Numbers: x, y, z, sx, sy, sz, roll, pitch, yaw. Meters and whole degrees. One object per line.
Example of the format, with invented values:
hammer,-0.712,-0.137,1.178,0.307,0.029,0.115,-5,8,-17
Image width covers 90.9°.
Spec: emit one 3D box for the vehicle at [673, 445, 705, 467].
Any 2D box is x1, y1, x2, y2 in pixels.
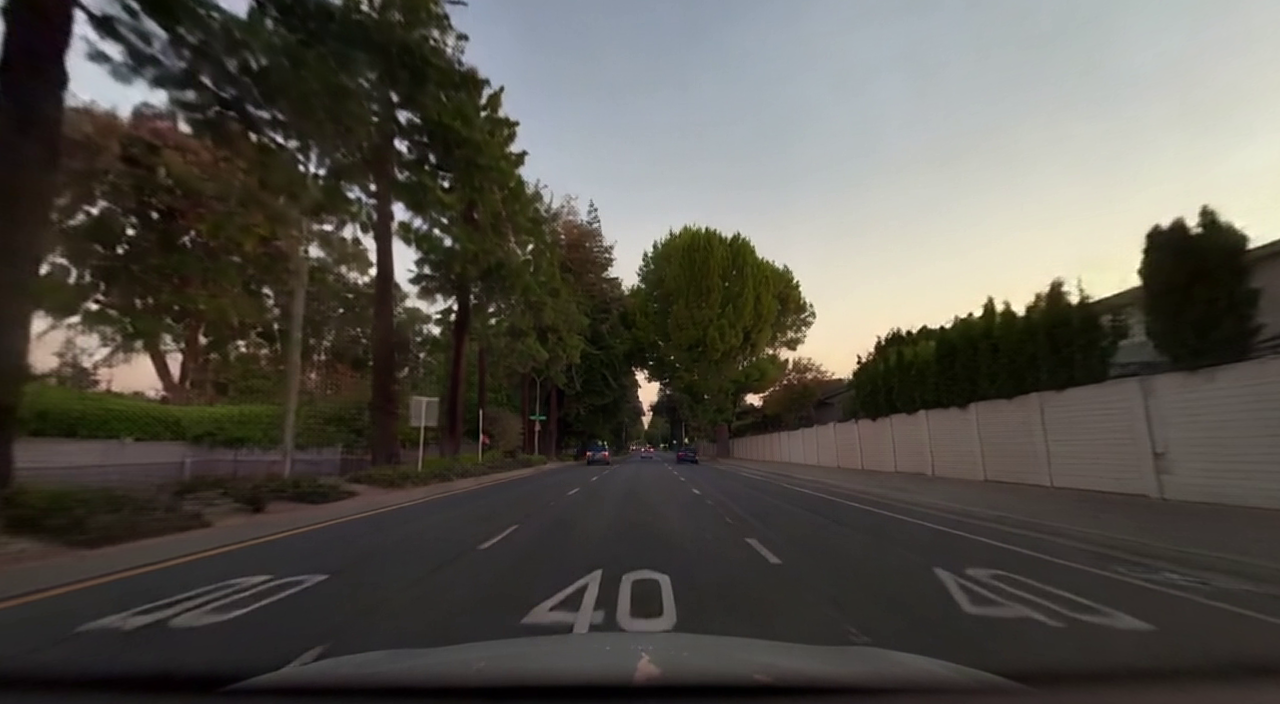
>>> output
vehicle,3.535,7.608,46.402,1.992,1.511,4.464,0,-9,0
